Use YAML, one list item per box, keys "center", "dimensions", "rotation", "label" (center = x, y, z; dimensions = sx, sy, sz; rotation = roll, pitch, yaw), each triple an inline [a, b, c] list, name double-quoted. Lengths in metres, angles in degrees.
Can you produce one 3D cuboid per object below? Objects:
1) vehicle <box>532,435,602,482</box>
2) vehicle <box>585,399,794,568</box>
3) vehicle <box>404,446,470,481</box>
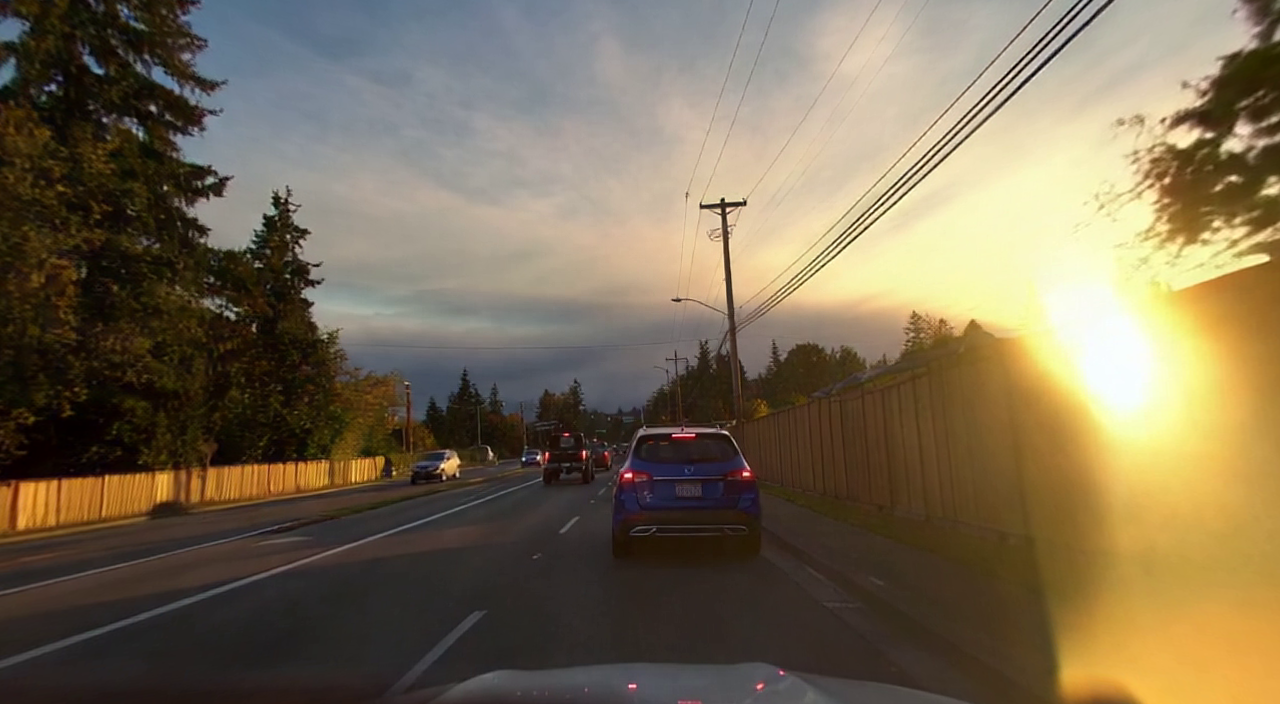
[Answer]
- center: [-2.705, 4.074, 24.300]
  dimensions: [2.037, 1.639, 4.213]
  rotation: [0, -9, 2]
  label: "vehicle"
- center: [0.488, 1.673, 8.686]
  dimensions: [2.174, 1.749, 4.113]
  rotation: [0, -9, -1]
  label: "vehicle"
- center: [-11.784, 6.482, 37.005]
  dimensions: [2.187, 1.863, 5.152]
  rotation: [0, -9, 0]
  label: "vehicle"
